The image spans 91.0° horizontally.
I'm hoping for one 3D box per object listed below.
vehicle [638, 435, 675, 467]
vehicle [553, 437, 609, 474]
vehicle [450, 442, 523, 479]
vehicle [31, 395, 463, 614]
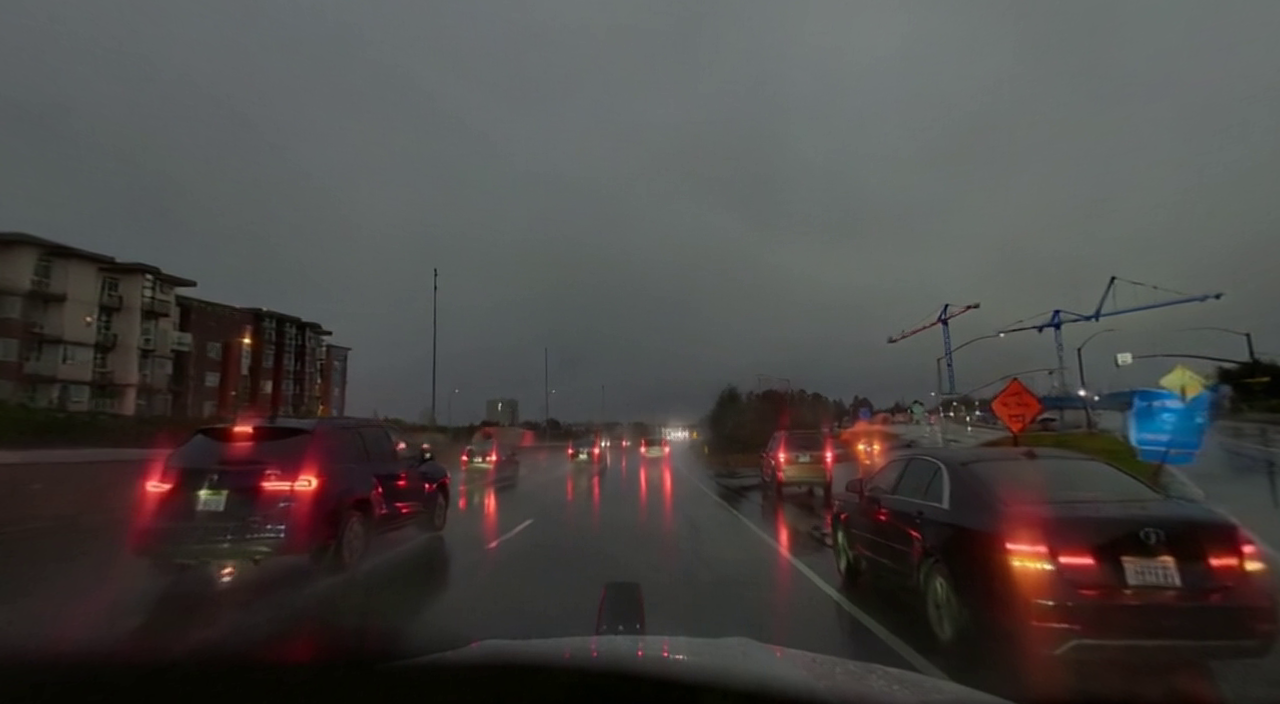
[{"bbox_3d":[0.985,5.957,38.104,2.116,1.763,4.352,0,-8,2],"label":"vehicle"},{"bbox_3d":[-2.823,5.099,31.218,2.109,1.657,4.554,0,-8,3],"label":"vehicle"},{"bbox_3d":[-6.703,4.776,28.050,1.959,1.486,4.460,0,-8,2],"label":"vehicle"},{"bbox_3d":[-3.759,1.530,7.266,2.045,1.710,4.382,0,-8,1],"label":"vehicle"}]
